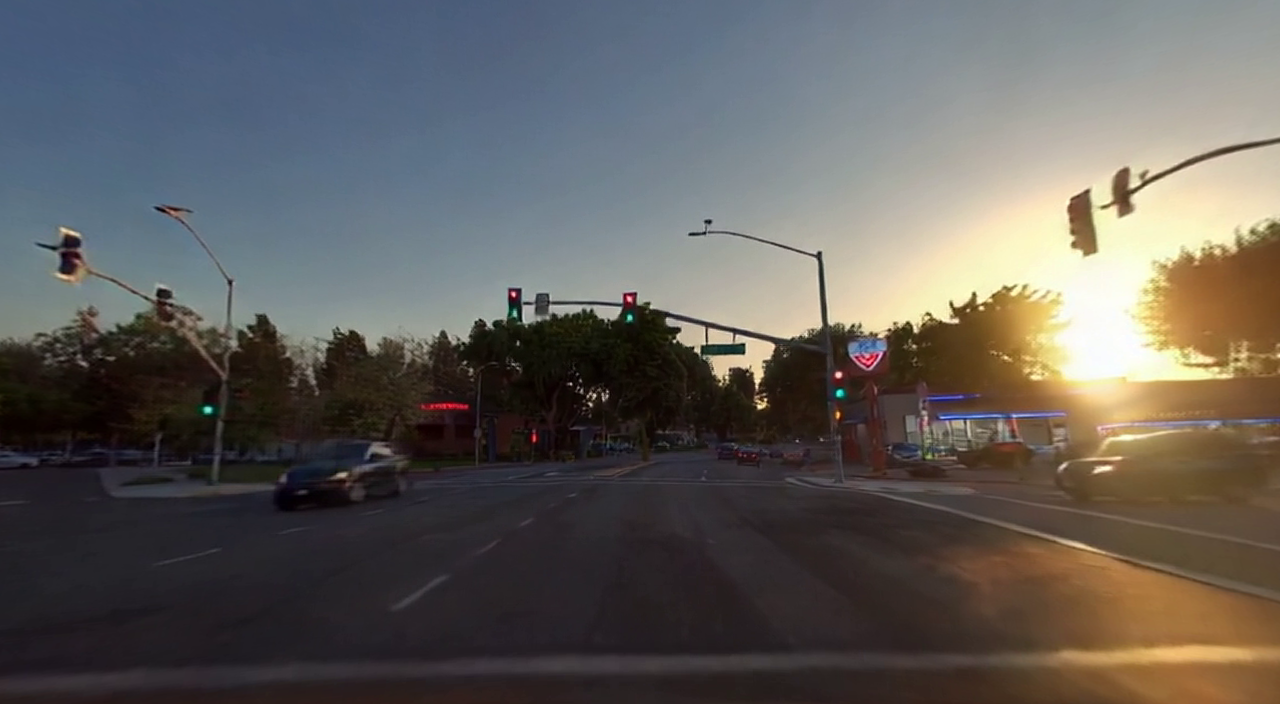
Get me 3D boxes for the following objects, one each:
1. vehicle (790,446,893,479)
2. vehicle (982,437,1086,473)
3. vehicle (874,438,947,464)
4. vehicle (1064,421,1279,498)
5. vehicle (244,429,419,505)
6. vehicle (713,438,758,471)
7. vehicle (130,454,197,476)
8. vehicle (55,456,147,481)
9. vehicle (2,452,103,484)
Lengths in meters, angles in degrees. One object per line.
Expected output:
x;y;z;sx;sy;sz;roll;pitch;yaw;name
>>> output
9.695;5.333;30.697;1.938;1.466;4.434;6;-11;-35;vehicle
21.175;5.525;33.899;4.707;1.790;2.357;4;-9;-23;vehicle
19.654;7.211;46.086;4.557;1.825;2.350;-3;-9;16;vehicle
14.856;2.925;17.368;4.713;1.969;2.201;0;-9;-2;vehicle
-7.858;2.967;16.671;2.309;1.702;4.323;0;-9;2;vehicle
5.299;5.662;34.946;2.311;1.715;4.287;-1;-9;8;vehicle
-34.276;8.117;45.491;1.702;1.407;4.019;0;-9;-1;vehicle
-34.478;7.436;40.478;1.802;1.442;4.601;0;-9;1;vehicle
-36.959;7.284;39.821;2.122;1.801;4.427;0;-9;-2;vehicle
